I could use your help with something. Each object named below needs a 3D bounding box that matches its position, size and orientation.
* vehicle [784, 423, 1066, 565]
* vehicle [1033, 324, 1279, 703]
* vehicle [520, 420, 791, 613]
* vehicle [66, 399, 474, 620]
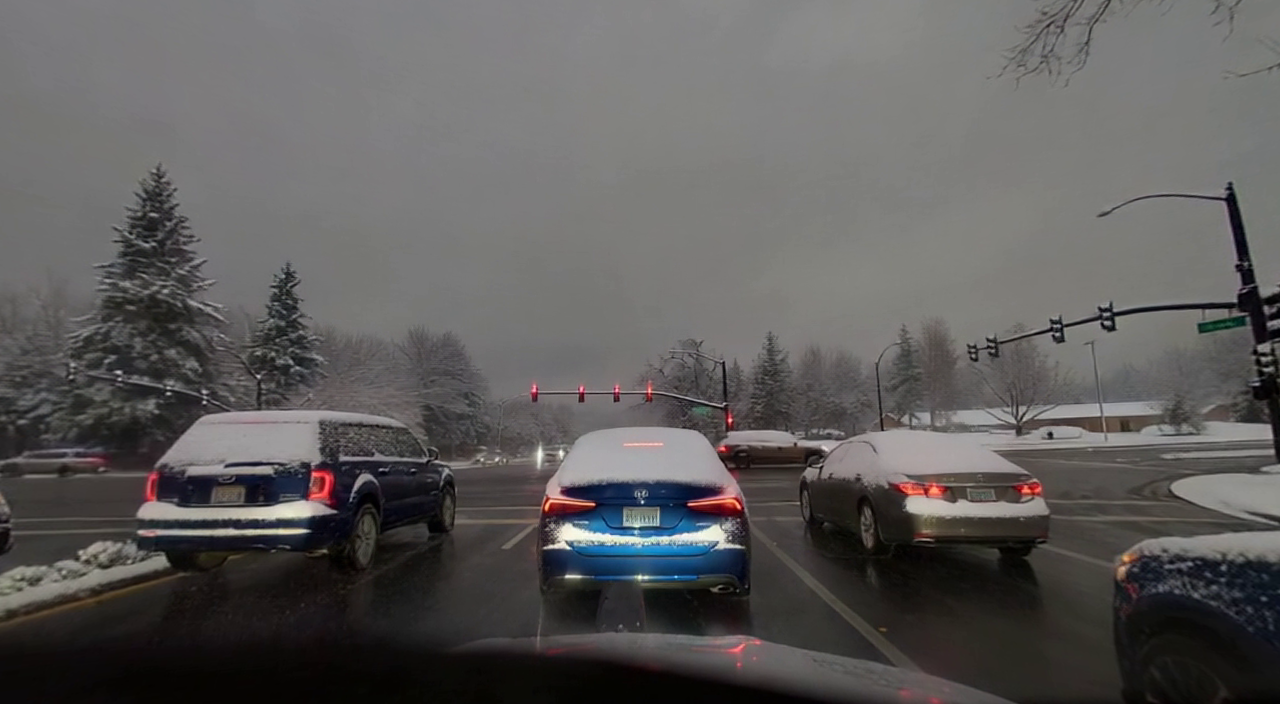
[{"bbox_3d":[3.533,1.841,8.956,1.874,1.487,4.404,0,-9,-1],"label":"vehicle"},{"bbox_3d":[3.231,0.618,1.174,2.178,1.691,4.314,0,-9,0],"label":"vehicle"},{"bbox_3d":[0.062,1.592,7.023,2.114,1.482,4.056,0,-9,-2],"label":"vehicle"},{"bbox_3d":[-3.417,1.535,7.059,1.958,1.693,4.242,0,-9,0],"label":"vehicle"}]
